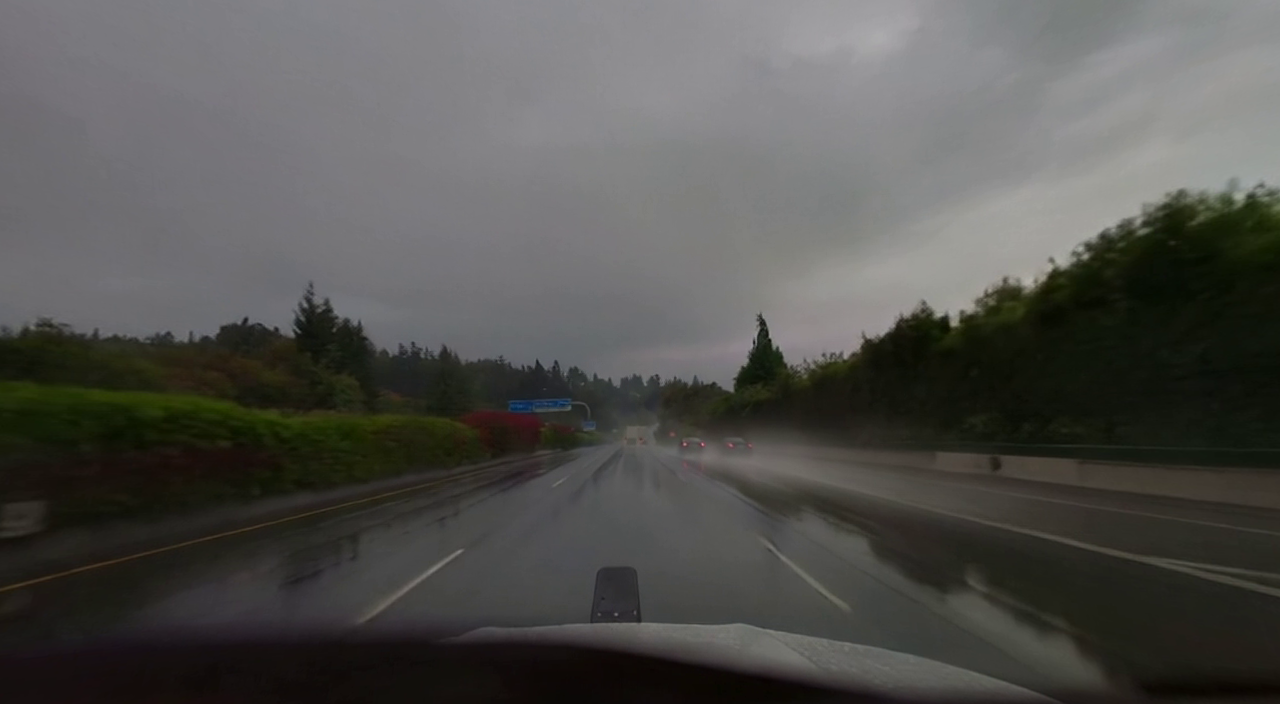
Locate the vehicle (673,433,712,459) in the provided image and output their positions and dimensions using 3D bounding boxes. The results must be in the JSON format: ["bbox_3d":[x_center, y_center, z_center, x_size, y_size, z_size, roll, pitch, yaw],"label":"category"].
[{"bbox_3d":[3.131,5.668,38.158,1.819,1.468,3.770,0,-7,-3],"label":"vehicle"}]

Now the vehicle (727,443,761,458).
[{"bbox_3d":[6.772,6.434,41.203,1.535,0.862,2.814,0,-8,-4],"label":"vehicle"}]

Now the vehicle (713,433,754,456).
[{"bbox_3d":[6.604,6.550,45.024,2.003,1.522,4.940,0,-7,-2],"label":"vehicle"}]
